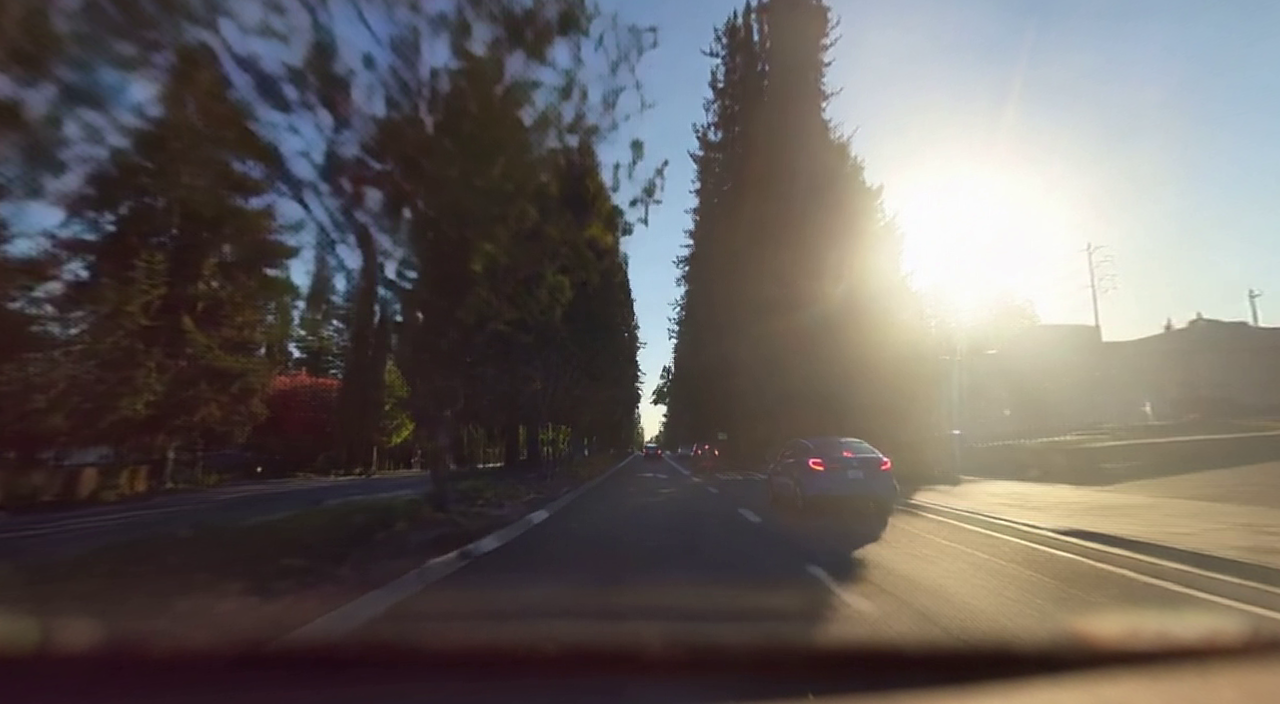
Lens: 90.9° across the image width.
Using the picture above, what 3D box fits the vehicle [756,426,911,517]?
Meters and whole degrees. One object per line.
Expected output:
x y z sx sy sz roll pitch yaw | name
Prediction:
3.944 2.488 13.687 2.052 1.639 4.123 0 -8 0 | vehicle

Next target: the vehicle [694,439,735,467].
4.615 6.328 39.722 2.110 1.666 3.912 0 -8 0 | vehicle

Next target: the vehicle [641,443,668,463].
1.095 7.865 49.327 2.026 1.466 4.282 0 -8 1 | vehicle
